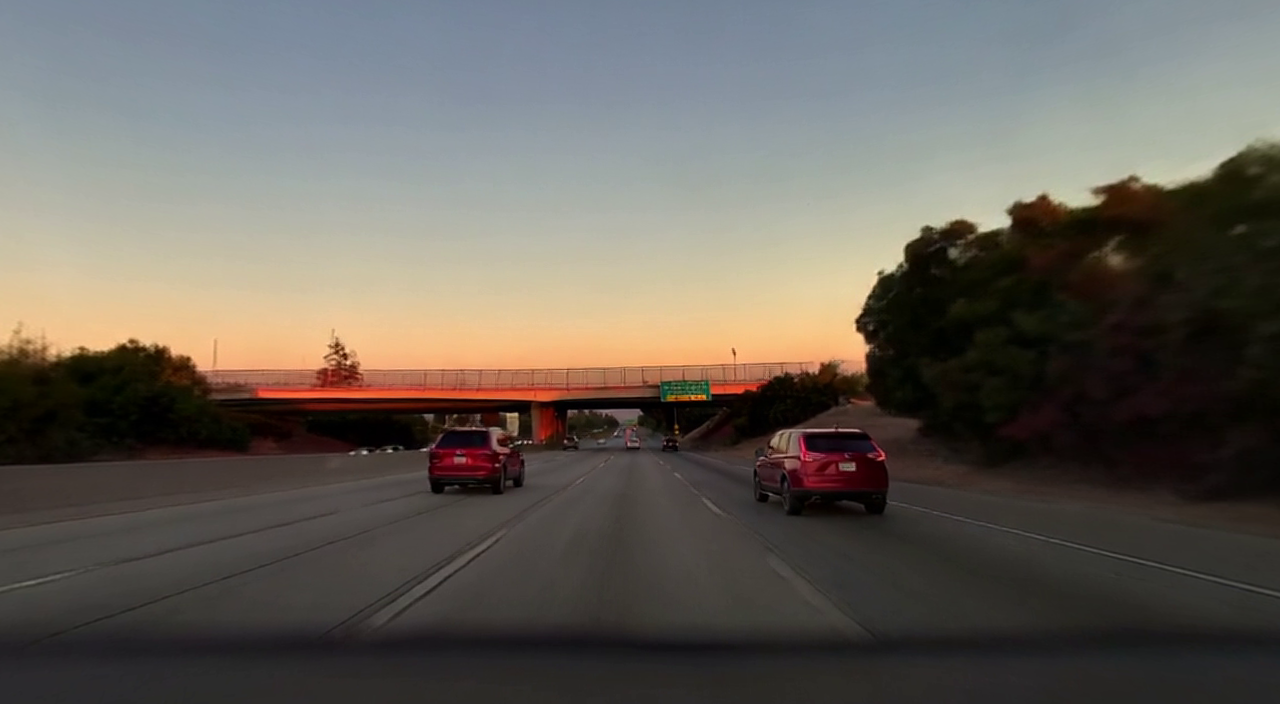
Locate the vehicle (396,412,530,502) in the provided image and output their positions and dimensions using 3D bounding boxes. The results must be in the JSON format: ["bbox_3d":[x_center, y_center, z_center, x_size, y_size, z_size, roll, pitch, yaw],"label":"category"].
[{"bbox_3d":[-4.176,2.573,15.809,2.018,1.872,4.728,0,-8,-1],"label":"vehicle"}]

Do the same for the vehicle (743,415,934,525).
[{"bbox_3d":[3.555,2.222,12.426,2.185,1.749,4.477,0,-8,-2],"label":"vehicle"}]
